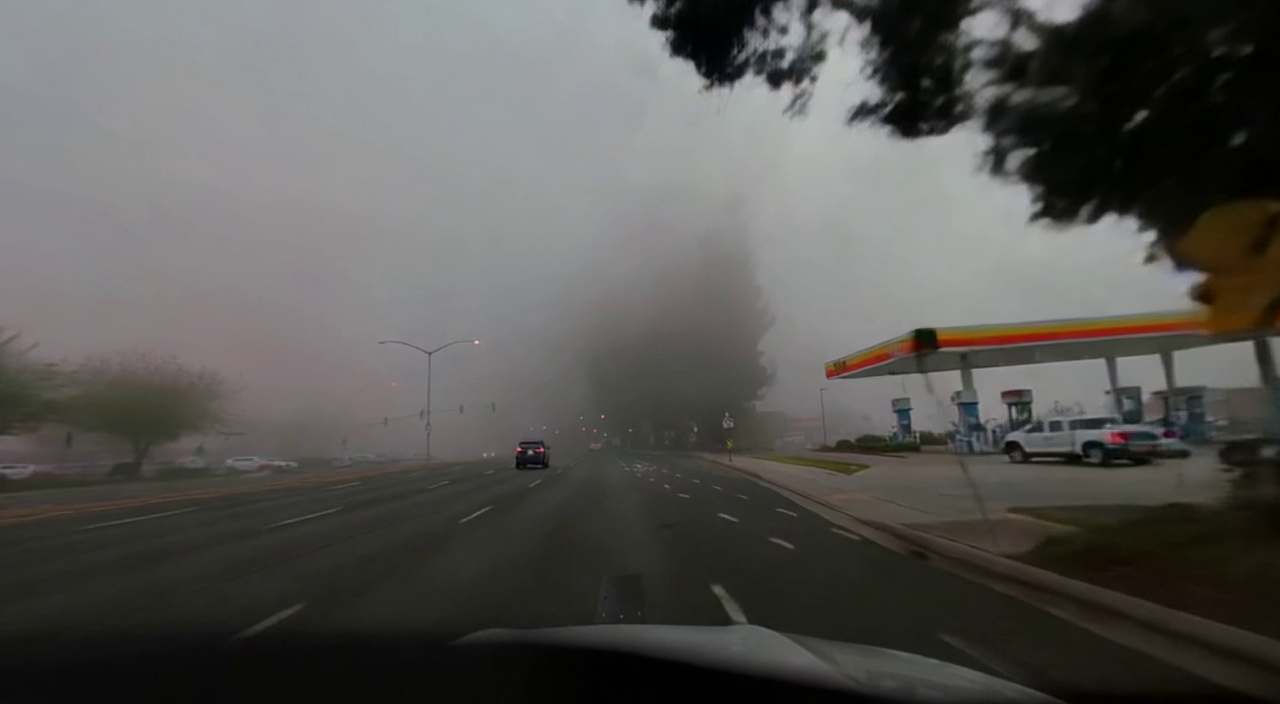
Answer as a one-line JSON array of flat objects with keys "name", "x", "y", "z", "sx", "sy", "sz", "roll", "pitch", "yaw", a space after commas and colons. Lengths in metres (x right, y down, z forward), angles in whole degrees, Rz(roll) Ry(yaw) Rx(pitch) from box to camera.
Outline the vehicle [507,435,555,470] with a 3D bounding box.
[{"name": "vehicle", "x": -5.828, "y": 5.401, "z": 34.219, "sx": 1.985, "sy": 1.772, "sz": 4.479, "roll": 0, "pitch": -8, "yaw": -2}]

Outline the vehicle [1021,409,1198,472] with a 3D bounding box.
[{"name": "vehicle", "x": 13.496, "y": 2.575, "z": 18.364, "sx": 3.562, "sy": 1.693, "sz": 1.876, "roll": 0, "pitch": -8, "yaw": 1}]

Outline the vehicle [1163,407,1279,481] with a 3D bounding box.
[{"name": "vehicle", "x": 13.228, "y": 1.882, "z": 13.002, "sx": 3.453, "sy": 1.409, "sz": 1.608, "roll": 0, "pitch": -8, "yaw": 0}]
